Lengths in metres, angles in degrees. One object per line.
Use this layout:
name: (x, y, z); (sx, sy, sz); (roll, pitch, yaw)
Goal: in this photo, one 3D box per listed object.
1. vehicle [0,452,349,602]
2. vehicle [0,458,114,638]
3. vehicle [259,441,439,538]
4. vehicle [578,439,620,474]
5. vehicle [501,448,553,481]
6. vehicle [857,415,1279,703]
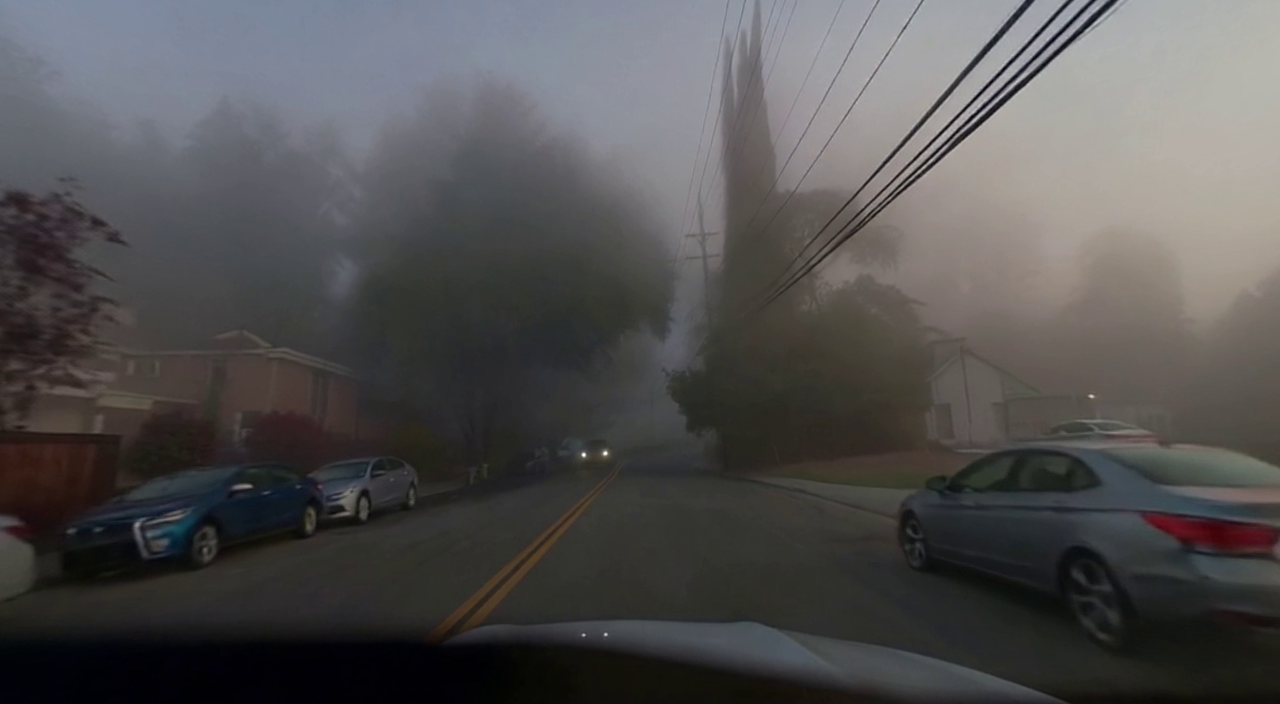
vehicle: (-6.410, 2.341, 9.525); (1.995, 1.469, 4.931); (-4, -8, -4)
vehicle: (-6.160, 1.516, 4.127); (1.813, 1.447, 4.437); (-3, -9, -3)
vehicle: (-6.498, 3.058, 14.801); (1.985, 1.712, 4.703); (-5, -9, 0)
vehicle: (-2.569, 6.622, 40.310); (2.154, 2.051, 4.571); (-2, -9, 3)
vehicle: (-6.212, 6.213, 35.215); (2.055, 1.666, 4.168); (-2, -9, 1)
vehicle: (3.772, 1.416, 5.387); (2.108, 1.493, 4.878); (0, -9, 0)
